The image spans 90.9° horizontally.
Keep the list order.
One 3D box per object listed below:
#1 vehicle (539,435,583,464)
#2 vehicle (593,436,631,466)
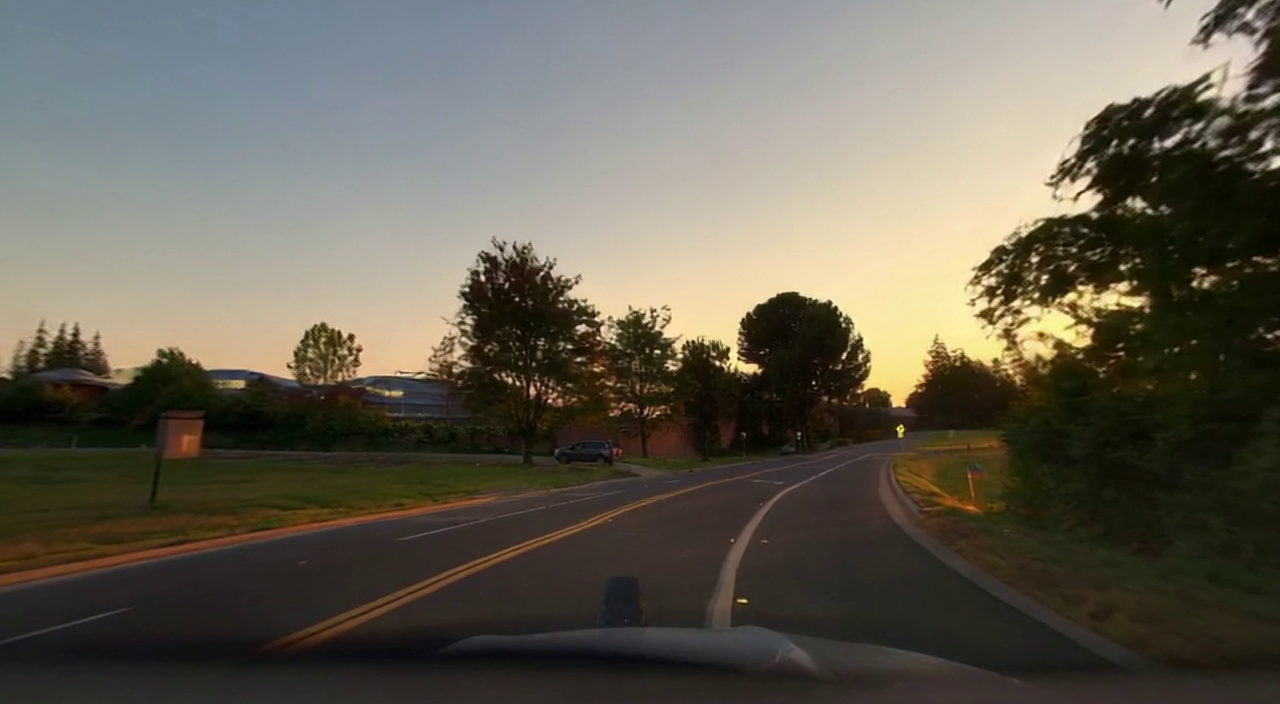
[{"bbox_3d":[-5.304,6.449,41.805,2.192,1.740,4.521,3,-9,-15],"label":"vehicle"},{"bbox_3d":[-1.873,6.375,40.661,2.244,1.796,5.170,1,-9,-4],"label":"vehicle"}]
